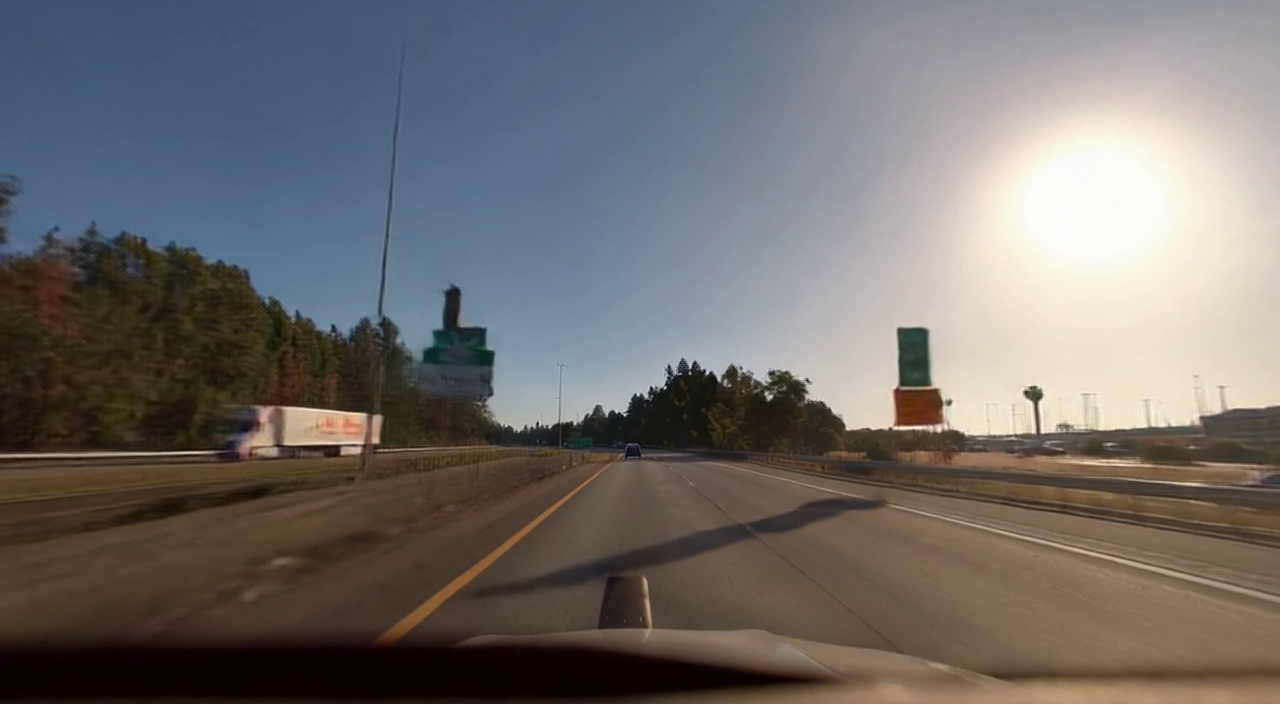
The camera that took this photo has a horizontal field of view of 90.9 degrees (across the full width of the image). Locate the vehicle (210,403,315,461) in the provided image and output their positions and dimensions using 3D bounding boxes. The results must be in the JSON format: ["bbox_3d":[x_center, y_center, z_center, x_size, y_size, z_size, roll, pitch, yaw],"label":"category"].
[{"bbox_3d":[-28.620,6.191,48.414,3.009,4.008,8.149,0,-8,-1],"label":"vehicle"}]
